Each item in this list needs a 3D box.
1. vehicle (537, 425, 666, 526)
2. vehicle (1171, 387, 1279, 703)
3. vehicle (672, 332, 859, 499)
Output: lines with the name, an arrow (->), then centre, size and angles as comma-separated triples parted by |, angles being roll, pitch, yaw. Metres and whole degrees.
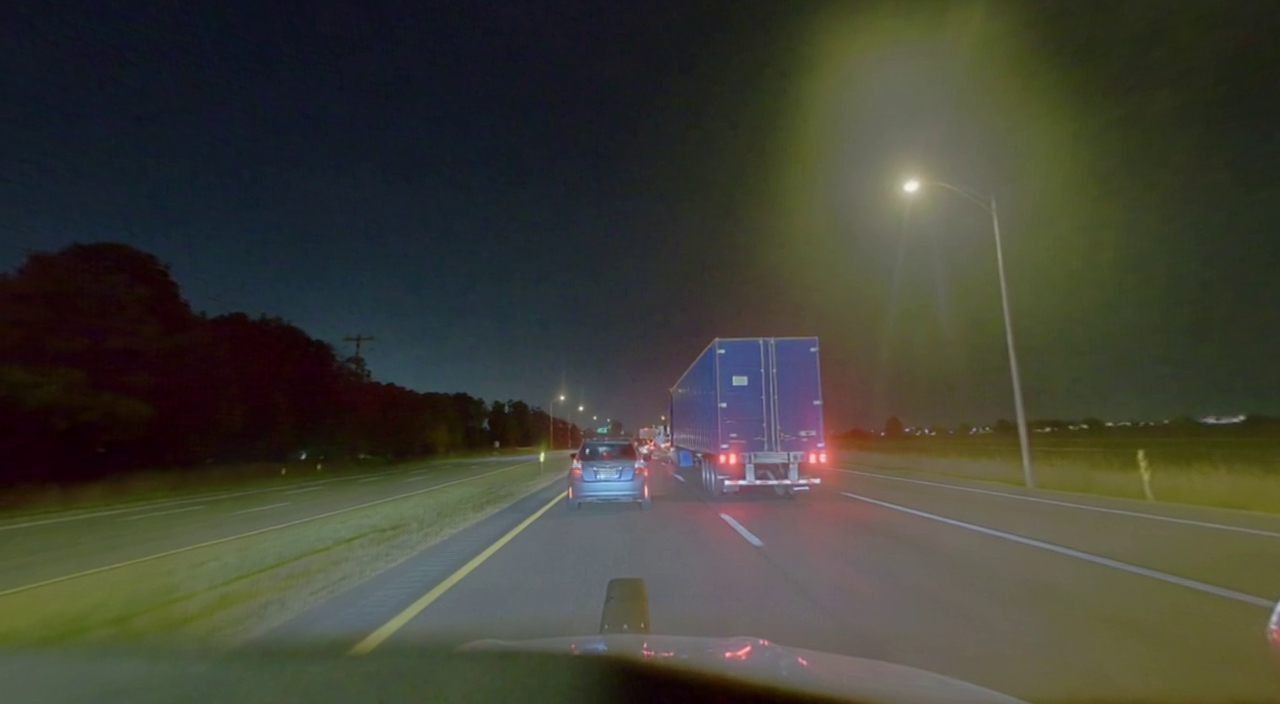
vehicle -> -0.619, 2.221, 11.875 | 2.009, 1.554, 4.013 | 0, -8, -1
vehicle -> 3.550, 0.624, 0.616 | 1.960, 1.515, 4.713 | 0, -8, 0
vehicle -> 3.629, 2.782, 24.523 | 3.591, 4.290, 16.696 | 0, -8, -1
